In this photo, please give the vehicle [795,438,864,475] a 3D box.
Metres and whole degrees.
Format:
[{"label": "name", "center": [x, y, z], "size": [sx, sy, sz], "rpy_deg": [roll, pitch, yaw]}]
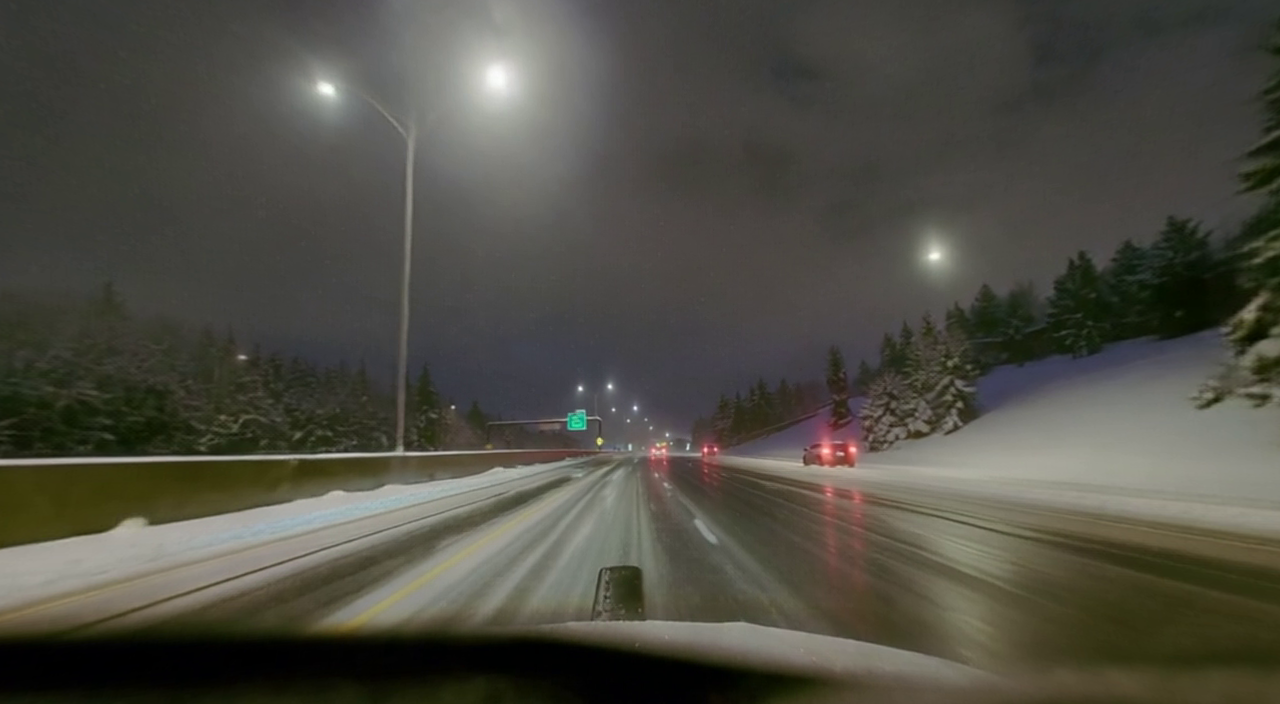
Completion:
[{"label": "vehicle", "center": [9.734, 5.418, 32.781], "size": [2.167, 1.781, 4.340], "rpy_deg": [0, -9, -1]}]
